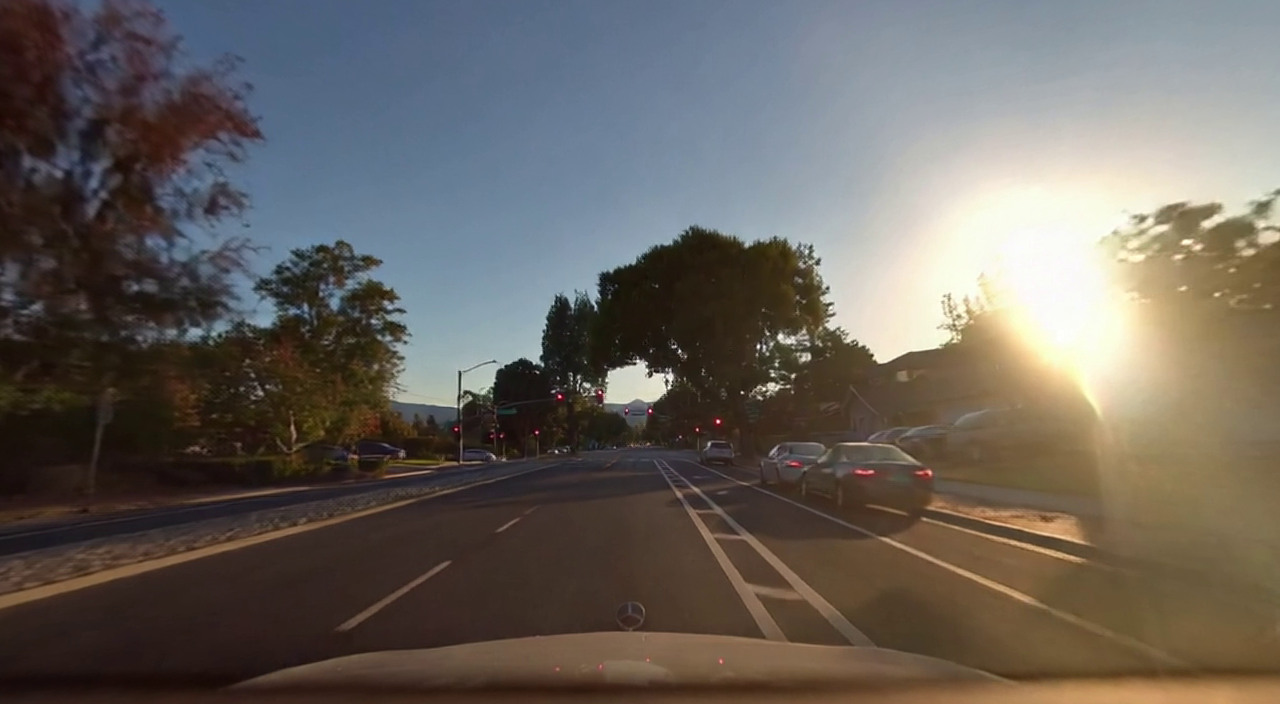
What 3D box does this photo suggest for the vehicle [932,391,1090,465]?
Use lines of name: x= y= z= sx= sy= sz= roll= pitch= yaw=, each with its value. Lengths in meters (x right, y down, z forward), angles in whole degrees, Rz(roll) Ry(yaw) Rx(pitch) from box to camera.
vehicle: x=13.466 y=2.815 z=23.079 sx=4.284 sy=1.725 sz=1.981 roll=-12 pitch=-9 yaw=-1

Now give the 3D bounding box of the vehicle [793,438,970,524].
vehicle: x=4.671 y=2.543 z=13.055 sx=1.881 sy=1.435 sz=4.525 roll=0 pitch=-9 yaw=0

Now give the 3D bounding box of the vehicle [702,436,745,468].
vehicle: x=5.097 y=6.191 z=39.052 sx=2.170 sy=1.869 sz=4.594 roll=0 pitch=-9 yaw=2
